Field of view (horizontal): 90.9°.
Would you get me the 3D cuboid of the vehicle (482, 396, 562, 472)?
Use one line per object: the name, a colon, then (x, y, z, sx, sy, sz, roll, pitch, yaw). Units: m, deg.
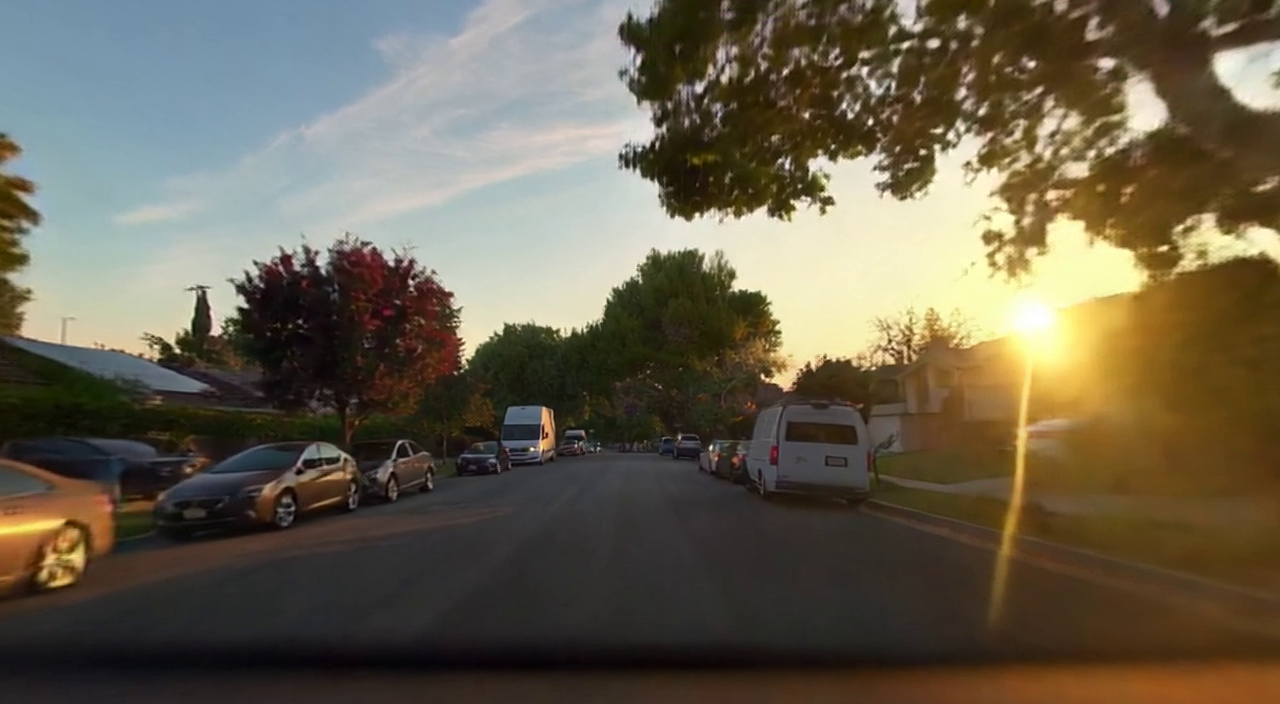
vehicle: (-6.249, 4.512, 34.721, 2.896, 3.648, 8.004, 0, -8, 0)

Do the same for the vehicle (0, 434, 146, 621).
vehicle: (-6.239, 1.443, 4.435, 1.901, 1.472, 4.676, -2, -5, -2)

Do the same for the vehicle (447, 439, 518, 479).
vehicle: (-6.383, 4.336, 25.972, 1.921, 1.470, 4.068, 0, -8, -1)

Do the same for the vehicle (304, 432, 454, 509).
vehicle: (-6.174, 2.833, 15.559, 1.818, 1.563, 4.483, -2, -8, 0)

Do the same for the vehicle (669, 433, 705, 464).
vehicle: (2.989, 6.270, 41.210, 1.965, 1.855, 4.677, 0, -8, 0)

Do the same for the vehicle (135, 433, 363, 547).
vehicle: (-6.269, 2.174, 10.627, 1.758, 1.519, 3.396, -2, -7, -2)

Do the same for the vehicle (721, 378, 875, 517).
vehicle: (3.256, 2.070, 14.173, 2.215, 2.542, 4.550, -2, -7, 0)
